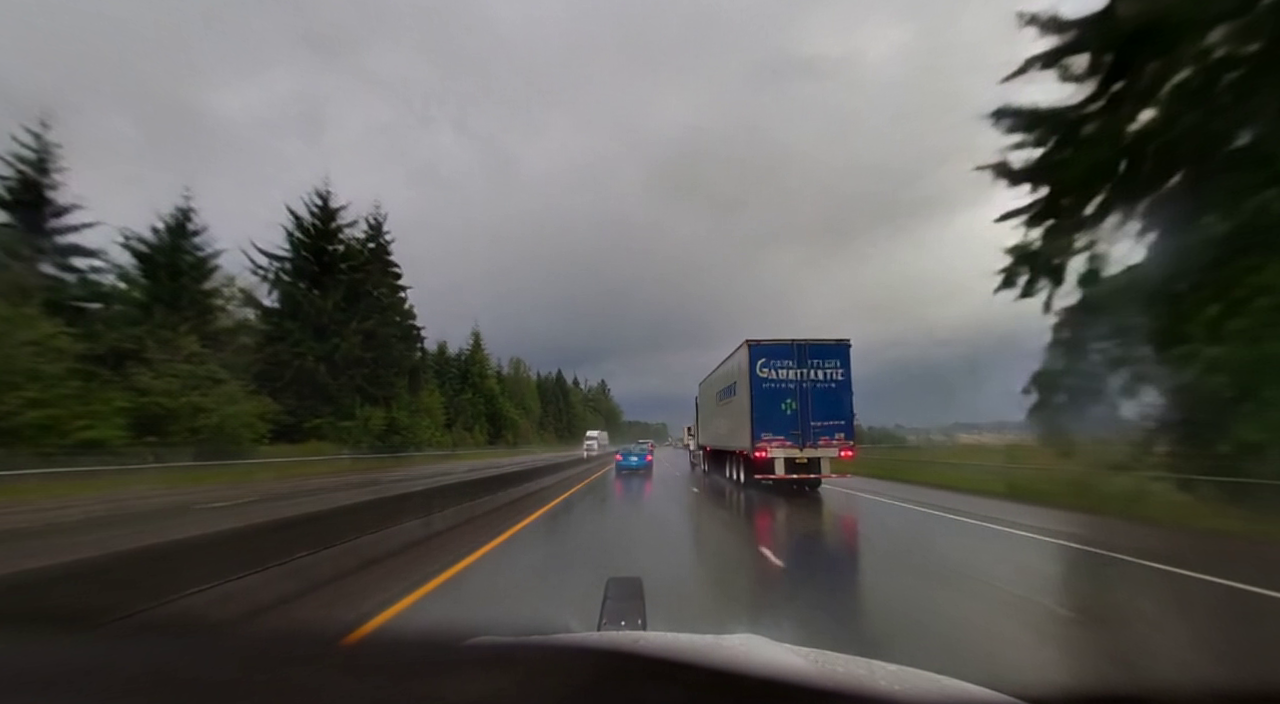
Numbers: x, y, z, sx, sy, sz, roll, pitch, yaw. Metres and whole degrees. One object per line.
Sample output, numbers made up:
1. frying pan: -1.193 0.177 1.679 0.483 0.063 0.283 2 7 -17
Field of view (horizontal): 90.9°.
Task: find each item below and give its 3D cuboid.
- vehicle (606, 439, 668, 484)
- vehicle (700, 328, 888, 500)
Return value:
1. vehicle: -0.095 3.976 23.097 2.074 1.475 3.960 0 -9 0
2. vehicle: 4.280 2.542 22.104 2.909 4.074 14.457 0 -9 0
